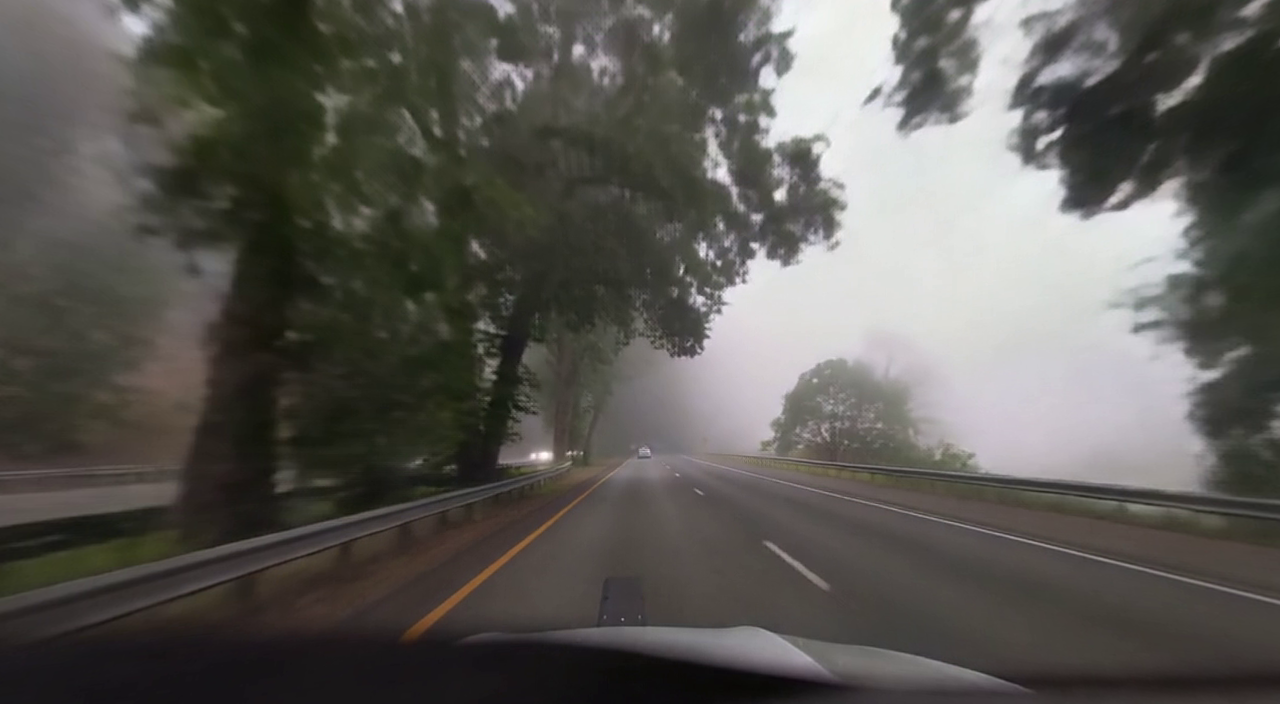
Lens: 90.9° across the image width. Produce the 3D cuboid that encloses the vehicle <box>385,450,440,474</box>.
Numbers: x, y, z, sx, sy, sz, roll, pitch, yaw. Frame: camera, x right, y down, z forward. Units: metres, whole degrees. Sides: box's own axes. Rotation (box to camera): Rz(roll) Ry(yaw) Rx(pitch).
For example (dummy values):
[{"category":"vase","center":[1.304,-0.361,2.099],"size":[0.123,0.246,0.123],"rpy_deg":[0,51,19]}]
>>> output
[{"category":"vehicle","center":[-15.305,7.407,42.680],"size":[1.831,1.502,4.883],"rpy_deg":[0,-9,1]}]
